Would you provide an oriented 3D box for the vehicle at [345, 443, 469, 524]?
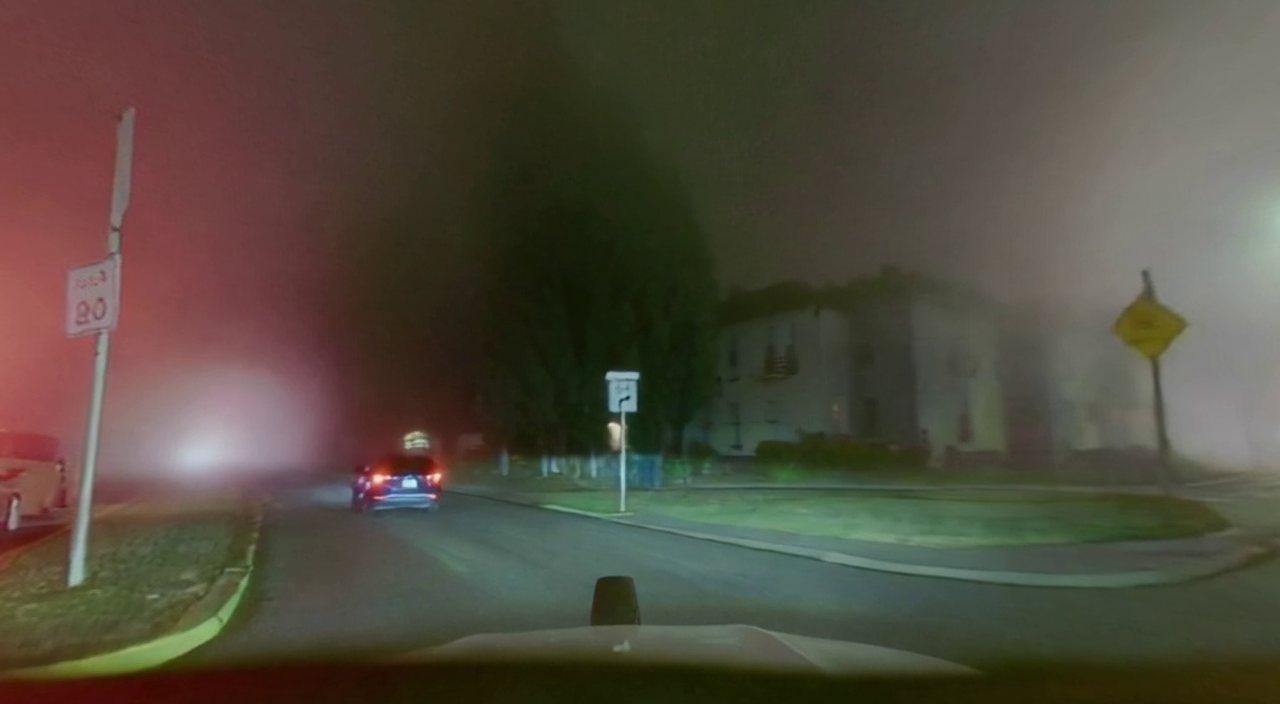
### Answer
[{"bbox_3d":[-5.350,2.850,14.098,2.014,1.525,3.670,4,-10,-29],"label":"vehicle"}]

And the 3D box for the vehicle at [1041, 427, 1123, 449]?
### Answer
[{"bbox_3d":[32.667,6.420,46.470,1.803,1.526,4.529,4,-10,-30],"label":"vehicle"}]
